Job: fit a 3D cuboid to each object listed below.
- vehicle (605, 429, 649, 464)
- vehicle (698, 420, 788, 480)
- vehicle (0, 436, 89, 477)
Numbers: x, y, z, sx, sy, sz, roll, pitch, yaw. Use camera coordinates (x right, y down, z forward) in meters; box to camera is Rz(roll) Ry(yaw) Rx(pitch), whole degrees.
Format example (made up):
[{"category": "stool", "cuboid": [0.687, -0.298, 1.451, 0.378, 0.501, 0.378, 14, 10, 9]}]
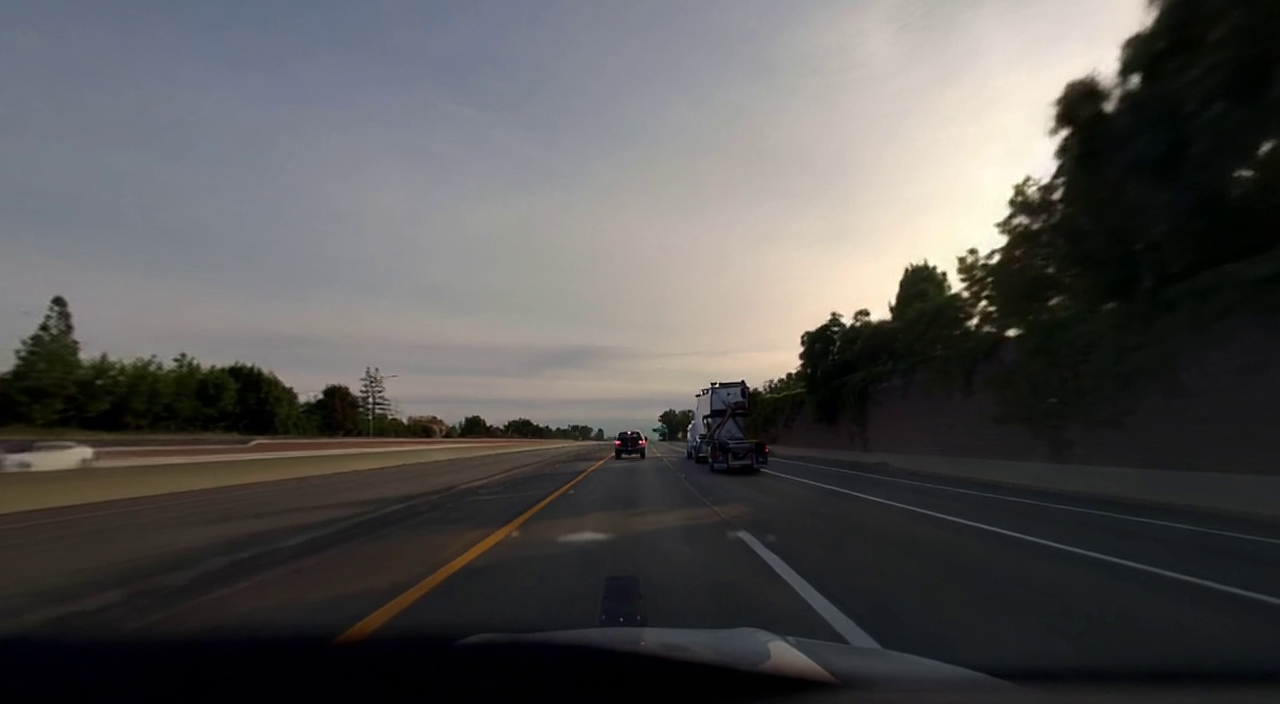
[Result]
[{"category": "vehicle", "cuboid": [-0.616, 4.896, 32.501, 2.142, 1.664, 4.076, 0, -9, 0]}, {"category": "vehicle", "cuboid": [3.370, 3.360, 21.692, 2.269, 1.839, 4.554, 1, -9, -1]}, {"category": "vehicle", "cuboid": [-29.448, 4.907, 29.815, 2.106, 1.801, 5.016, 0, -9, 1]}]
